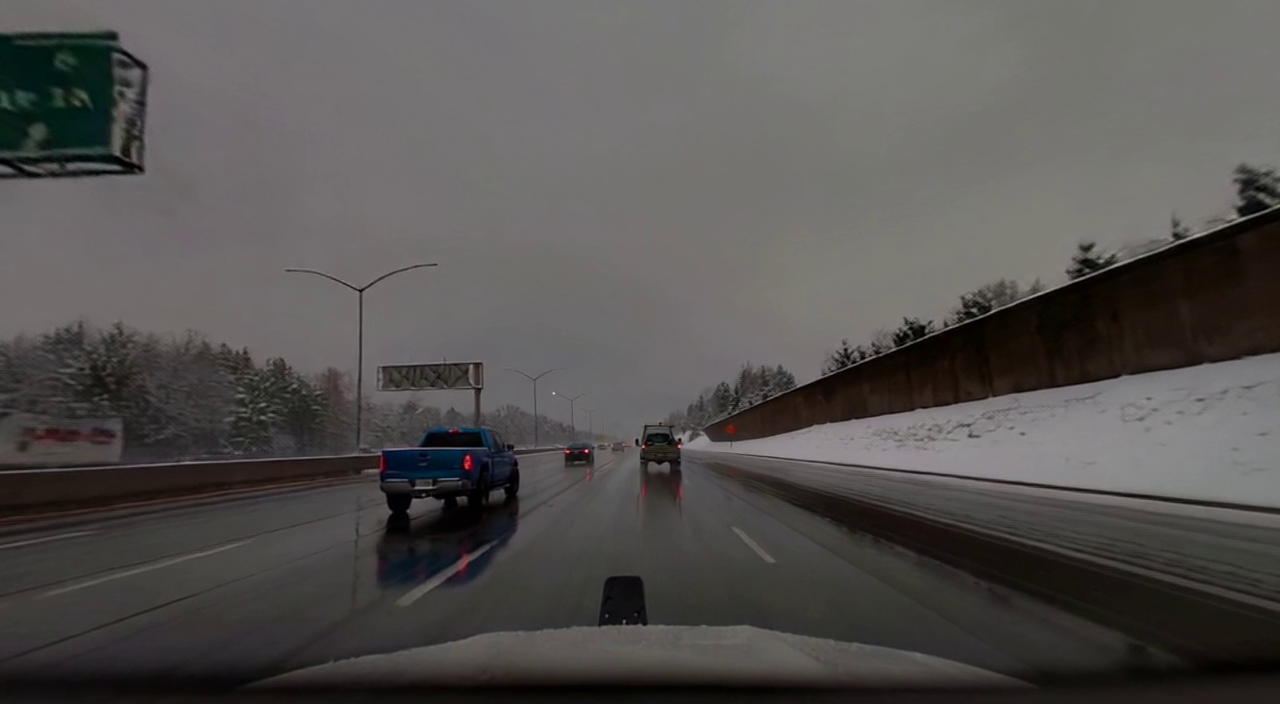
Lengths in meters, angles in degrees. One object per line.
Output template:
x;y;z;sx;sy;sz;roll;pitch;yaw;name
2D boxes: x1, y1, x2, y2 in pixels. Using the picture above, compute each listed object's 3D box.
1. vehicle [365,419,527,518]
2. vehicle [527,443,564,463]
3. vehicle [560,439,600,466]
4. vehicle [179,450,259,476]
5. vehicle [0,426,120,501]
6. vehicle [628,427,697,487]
-4.021;2.526;14.190;1.954;1.792;5.187;0;-9;0;vehicle
-7.265;7.872;49.108;2.081;1.463;4.749;0;-8;1;vehicle
-3.735;6.396;40.109;1.961;1.591;4.756;0;-8;1;vehicle
-24.491;6.454;36.863;1.907;1.430;3.878;0;-8;2;vehicle
-16.213;2.768;15.755;2.058;1.758;4.937;-1;-8;3;vehicle
0.699;3.526;21.528;2.083;1.792;4.782;0;-9;0;vehicle
